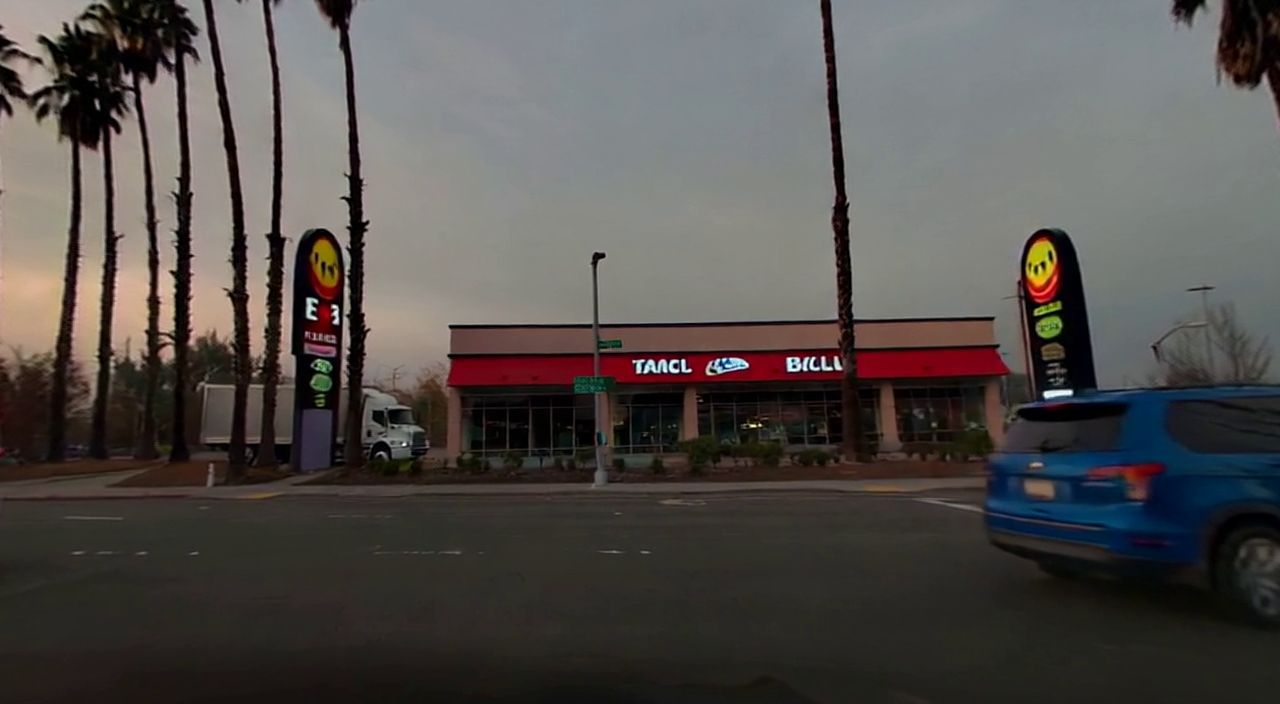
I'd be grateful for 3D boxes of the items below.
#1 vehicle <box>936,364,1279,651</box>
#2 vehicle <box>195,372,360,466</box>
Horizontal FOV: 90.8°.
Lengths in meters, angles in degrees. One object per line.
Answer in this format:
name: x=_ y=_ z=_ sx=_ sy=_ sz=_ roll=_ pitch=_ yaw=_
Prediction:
vehicle: x=5.133 y=1.085 z=4.960 sx=4.493 sy=1.728 sz=2.137 roll=0 pitch=-9 yaw=0
vehicle: x=-16.951 y=3.376 z=30.448 sx=3.034 sy=3.929 sz=7.699 roll=0 pitch=-9 yaw=2
